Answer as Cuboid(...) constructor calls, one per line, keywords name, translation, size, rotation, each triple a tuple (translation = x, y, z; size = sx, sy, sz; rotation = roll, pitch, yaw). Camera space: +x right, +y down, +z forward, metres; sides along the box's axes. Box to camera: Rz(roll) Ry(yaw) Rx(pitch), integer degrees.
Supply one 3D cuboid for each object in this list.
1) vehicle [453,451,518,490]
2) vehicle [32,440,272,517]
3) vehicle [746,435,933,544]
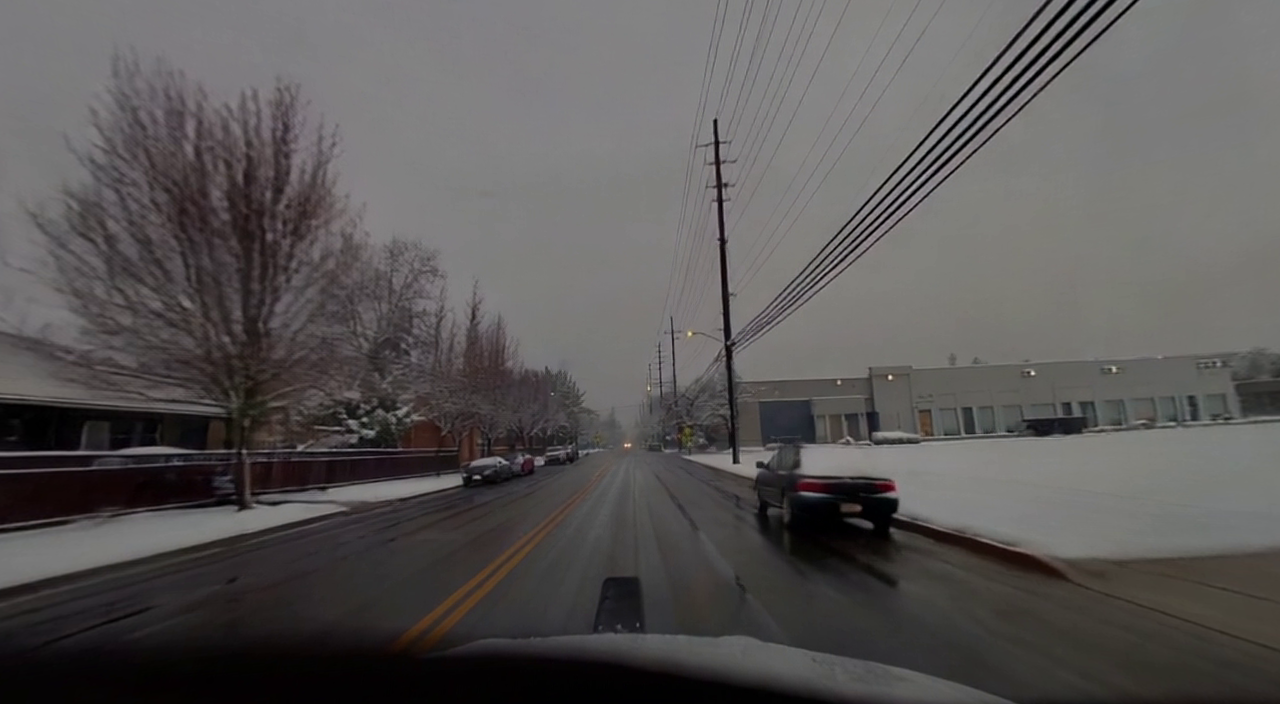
Cuboid(name="vehicle", translation=(-6.767, 5.192, 28.057), size=(1.815, 1.402, 4.559), rotation=(-4, -8, -2))
Cuboid(name="vehicle", translation=(-12.441, 3.216, 16.371), size=(4.502, 1.813, 1.948), rotation=(0, -8, -1))
Cuboid(name="vehicle", translation=(3.127, 2.216, 10.836), size=(1.843, 1.495, 3.930), rotation=(0, -8, -1))
